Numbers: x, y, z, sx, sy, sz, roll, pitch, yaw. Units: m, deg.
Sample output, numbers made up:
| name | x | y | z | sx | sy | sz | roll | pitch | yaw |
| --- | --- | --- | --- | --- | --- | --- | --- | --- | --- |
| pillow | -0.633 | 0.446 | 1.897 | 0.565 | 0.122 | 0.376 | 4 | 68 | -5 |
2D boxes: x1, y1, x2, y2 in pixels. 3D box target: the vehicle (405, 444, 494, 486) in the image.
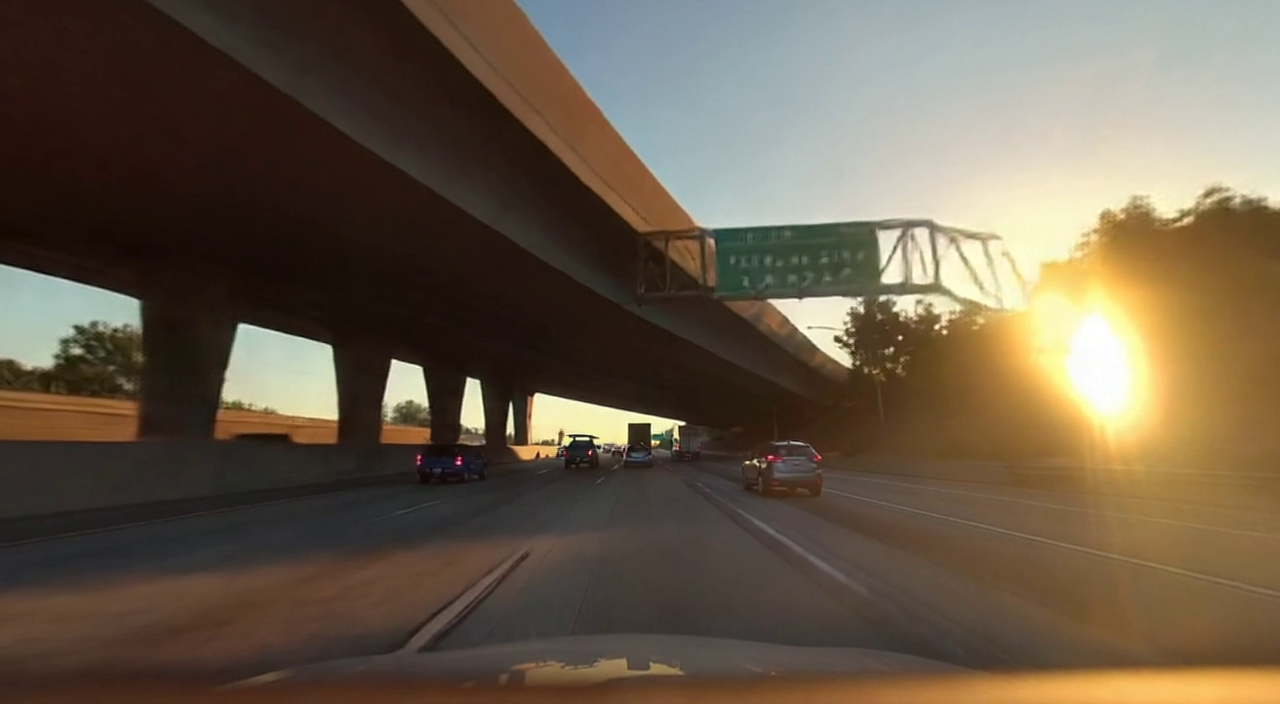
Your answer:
| name | x | y | z | sx | sy | sz | roll | pitch | yaw |
| --- | --- | --- | --- | --- | --- | --- | --- | --- | --- |
| vehicle | -7.192 | 4.288 | 24.369 | 1.947 | 1.444 | 4.595 | 0 | -9 | 1 |

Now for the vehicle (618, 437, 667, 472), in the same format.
| name | x | y | z | sx | sy | sz | roll | pitch | yaw |
| --- | --- | --- | --- | --- | --- | --- | --- | --- | --- |
| vehicle | 0.098 | 5.858 | 36.226 | 2.572 | 1.837 | 5.693 | 0 | -9 | 0 |

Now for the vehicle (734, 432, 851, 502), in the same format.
| name | x | y | z | sx | sy | sz | roll | pitch | yaw |
| --- | --- | --- | --- | --- | --- | --- | --- | --- | --- |
| vehicle | 3.993 | 3.090 | 17.344 | 2.119 | 1.653 | 4.000 | 0 | -9 | -1 |

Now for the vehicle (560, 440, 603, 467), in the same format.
| name | x | y | z | sx | sy | sz | roll | pitch | yaw |
| --- | --- | --- | --- | --- | --- | --- | --- | --- | --- |
| vehicle | -3.955 | 7.006 | 43.636 | 2.535 | 1.715 | 5.030 | 0 | -9 | 0 |
